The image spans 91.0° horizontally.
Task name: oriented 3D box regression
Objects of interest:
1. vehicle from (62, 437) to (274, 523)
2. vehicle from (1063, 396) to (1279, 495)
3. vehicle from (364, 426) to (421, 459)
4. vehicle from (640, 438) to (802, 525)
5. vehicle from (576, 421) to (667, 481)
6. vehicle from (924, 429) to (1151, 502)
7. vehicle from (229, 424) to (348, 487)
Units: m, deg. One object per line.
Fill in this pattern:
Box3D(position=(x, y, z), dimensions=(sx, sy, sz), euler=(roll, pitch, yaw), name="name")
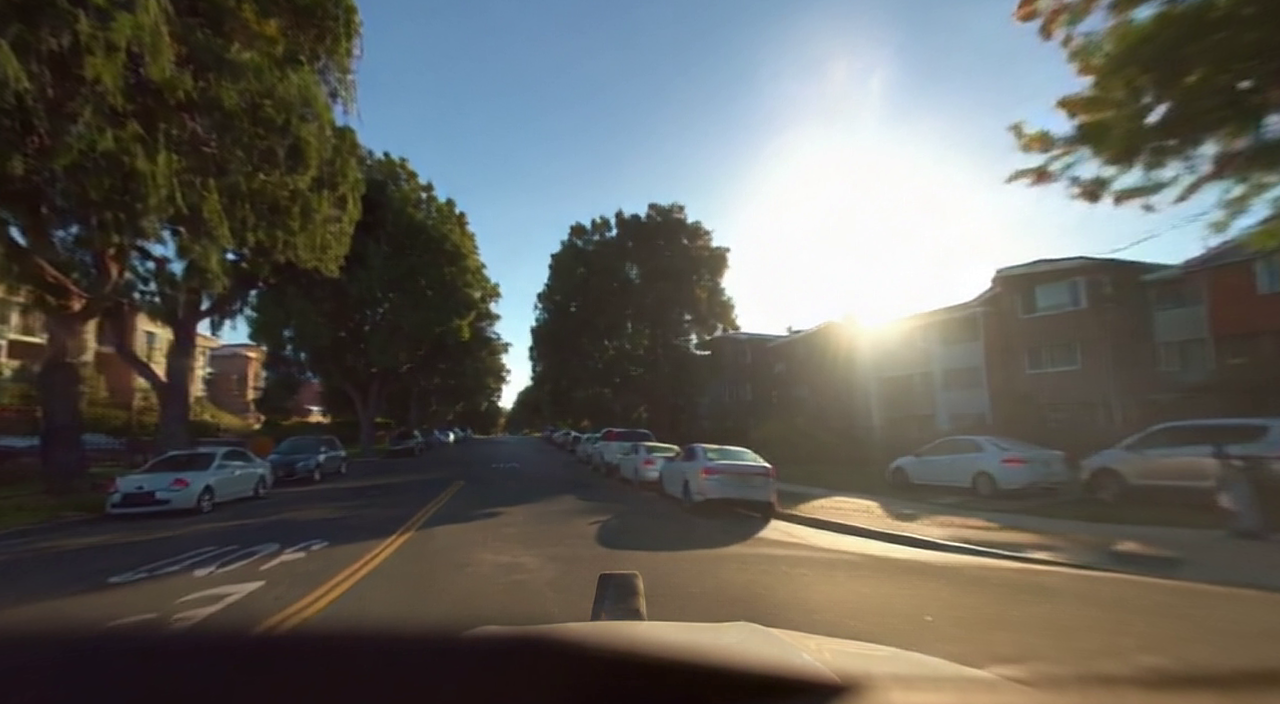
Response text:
Box3D(position=(-10.245, 2.776, 14.218), dimensions=(2.067, 1.510, 4.501), euler=(-1, -9, -12), name="vehicle")
Box3D(position=(10.916, 1.676, 11.513), dimensions=(5.312, 1.533, 2.104), euler=(1, -9, -14), name="vehicle")
Box3D(position=(-15.635, 5.818, 40.085), dimensions=(2.384, 1.781, 5.492), euler=(-2, -9, -11), name="vehicle")
Box3D(position=(1.382, 2.538, 13.037), dimensions=(1.977, 1.410, 4.744), euler=(1, -9, -10), name="vehicle")
Box3D(position=(-0.893, 3.730, 23.894), dimensions=(2.365, 1.970, 6.011), euler=(1, -9, -12), name="vehicle")
Box3D(position=(8.664, 2.445, 13.904), dimensions=(3.821, 1.417, 2.061), euler=(1, -9, -14), name="vehicle")
Box3D(position=(-12.088, 3.638, 22.112), dimensions=(2.235, 1.802, 5.138), euler=(-1, -9, -12), name="vehicle")
